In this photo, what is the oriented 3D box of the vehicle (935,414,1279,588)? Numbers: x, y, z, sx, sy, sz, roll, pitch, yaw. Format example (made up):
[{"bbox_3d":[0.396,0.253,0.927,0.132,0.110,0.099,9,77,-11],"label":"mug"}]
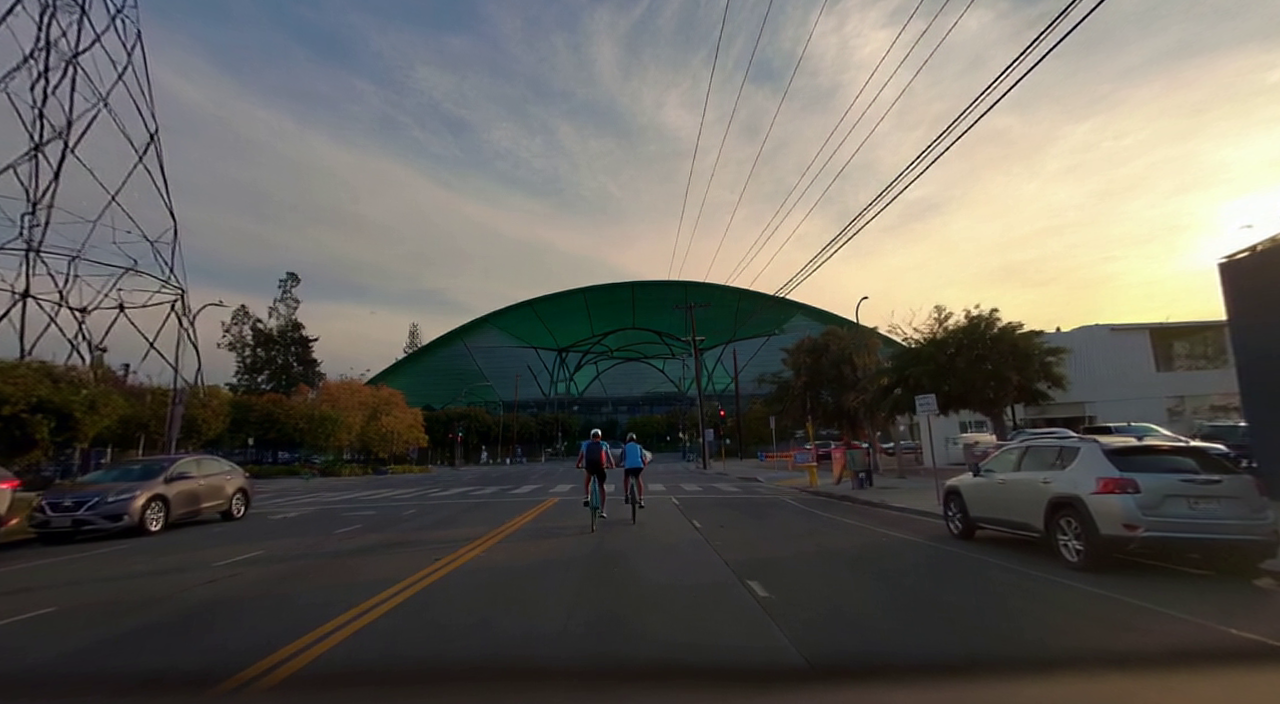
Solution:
[{"bbox_3d":[5.826,1.777,8.348,1.873,1.714,3.979,0,-8,0],"label":"vehicle"}]

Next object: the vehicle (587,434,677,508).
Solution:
[{"bbox_3d":[-0.165,3.208,17.474,2.190,1.783,4.048,0,-8,1],"label":"vehicle"}]

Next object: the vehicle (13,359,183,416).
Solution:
[{"bbox_3d":[-17.103,1.168,20.099,3.685,1.584,1.708,1,-9,-3],"label":"vehicle"}]

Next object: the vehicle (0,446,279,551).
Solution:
[{"bbox_3d":[-10.250,2.946,13.617,2.075,1.816,4.900,0,-8,-1],"label":"vehicle"}]
